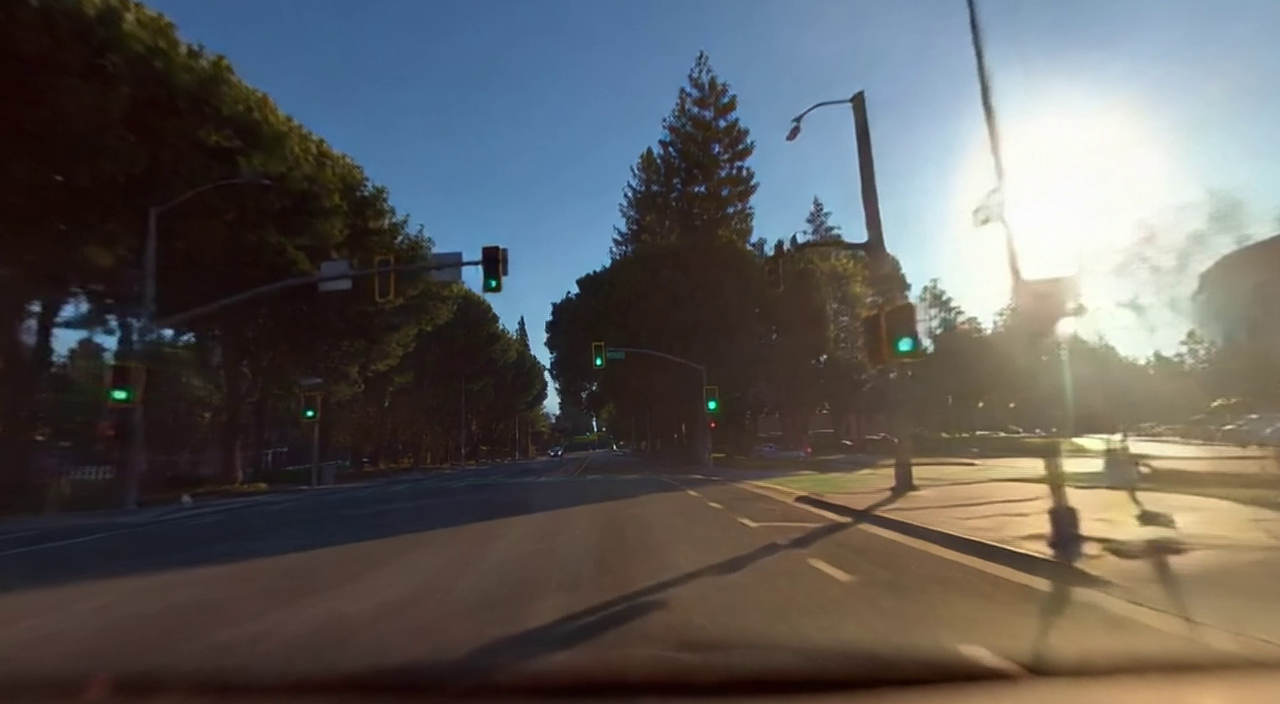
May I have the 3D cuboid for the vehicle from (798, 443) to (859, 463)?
[{"bbox_3d":[13.795,7.420,46.299,3.914,1.415,1.626,0,-8,0],"label":"vehicle"}]
